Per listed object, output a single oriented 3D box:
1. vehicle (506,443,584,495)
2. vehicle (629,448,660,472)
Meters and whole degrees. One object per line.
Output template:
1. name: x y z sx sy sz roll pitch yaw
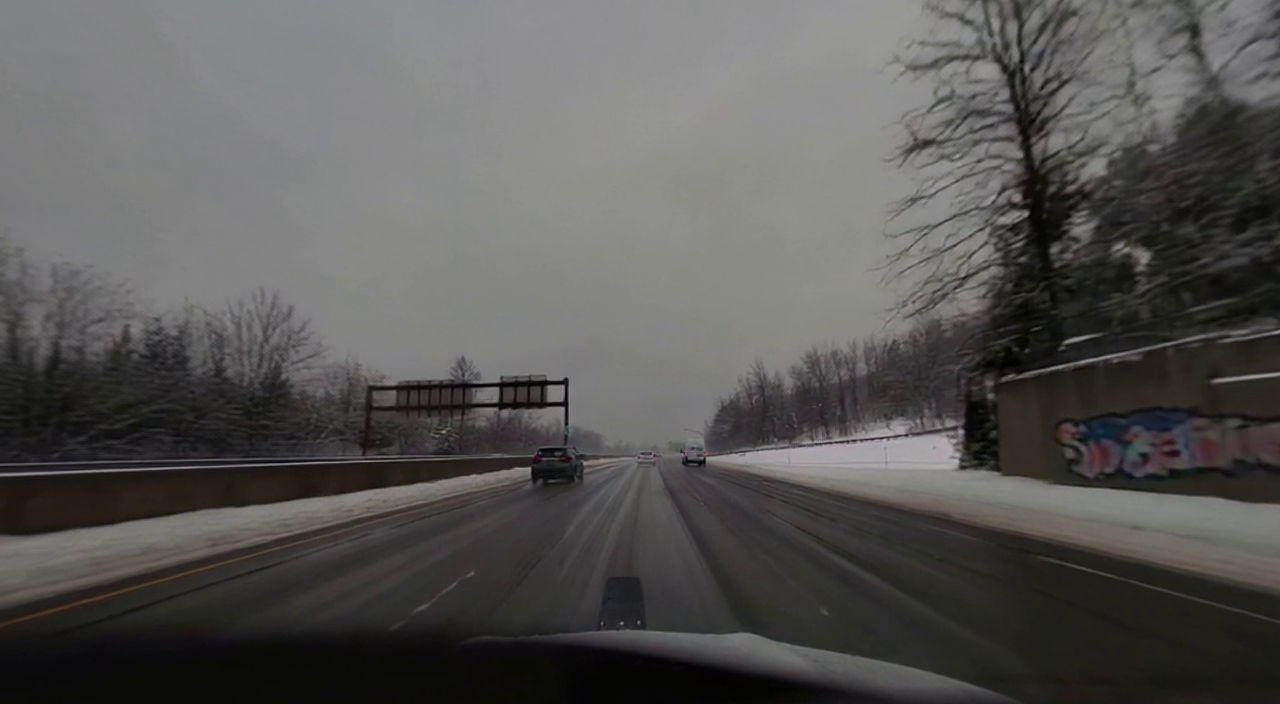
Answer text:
1. vehicle: -3.251 4.099 22.445 1.964 1.618 4.489 0 -9 1
2. vehicle: 0.340 7.752 45.354 2.108 1.663 3.159 0 -9 1
